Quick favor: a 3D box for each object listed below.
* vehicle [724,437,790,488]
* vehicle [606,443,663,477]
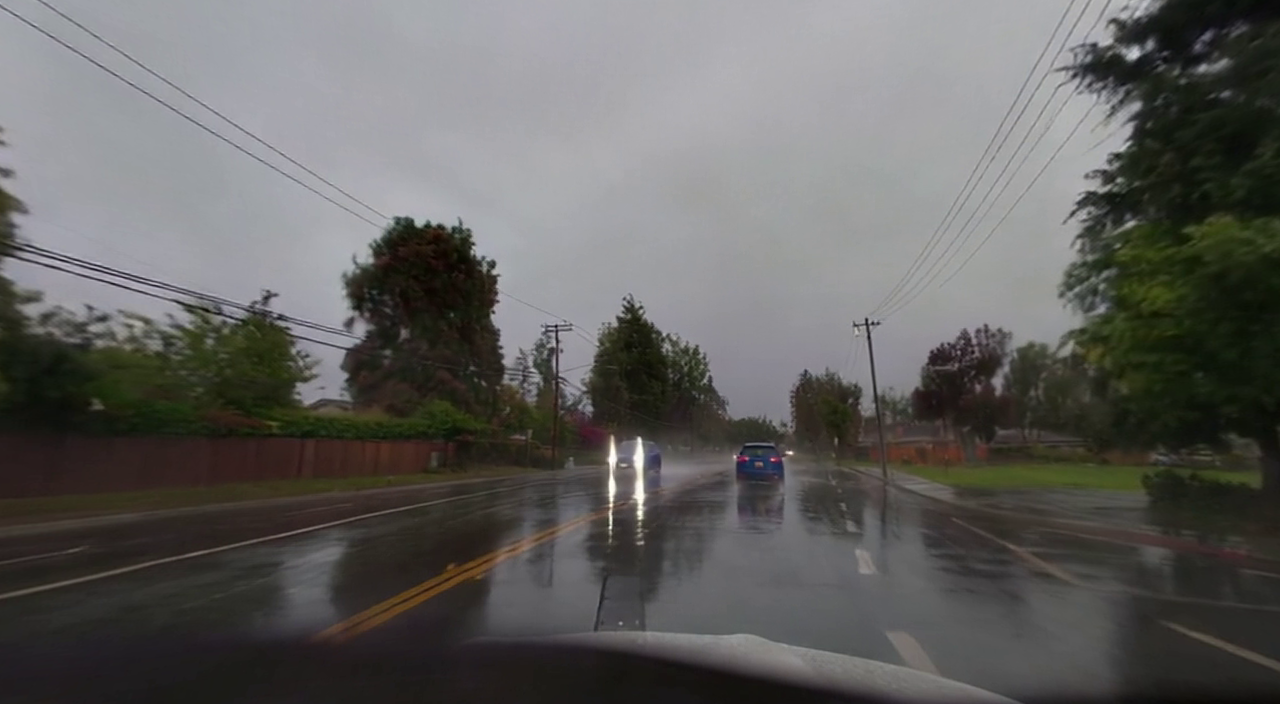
[{"bbox_3d":[4.327,4.006,23.194,2.139,1.699,3.916,-2,-9,12],"label":"vehicle"},{"bbox_3d":[-0.214,5.756,33.978,2.226,1.664,4.342,-2,-9,11],"label":"vehicle"}]
